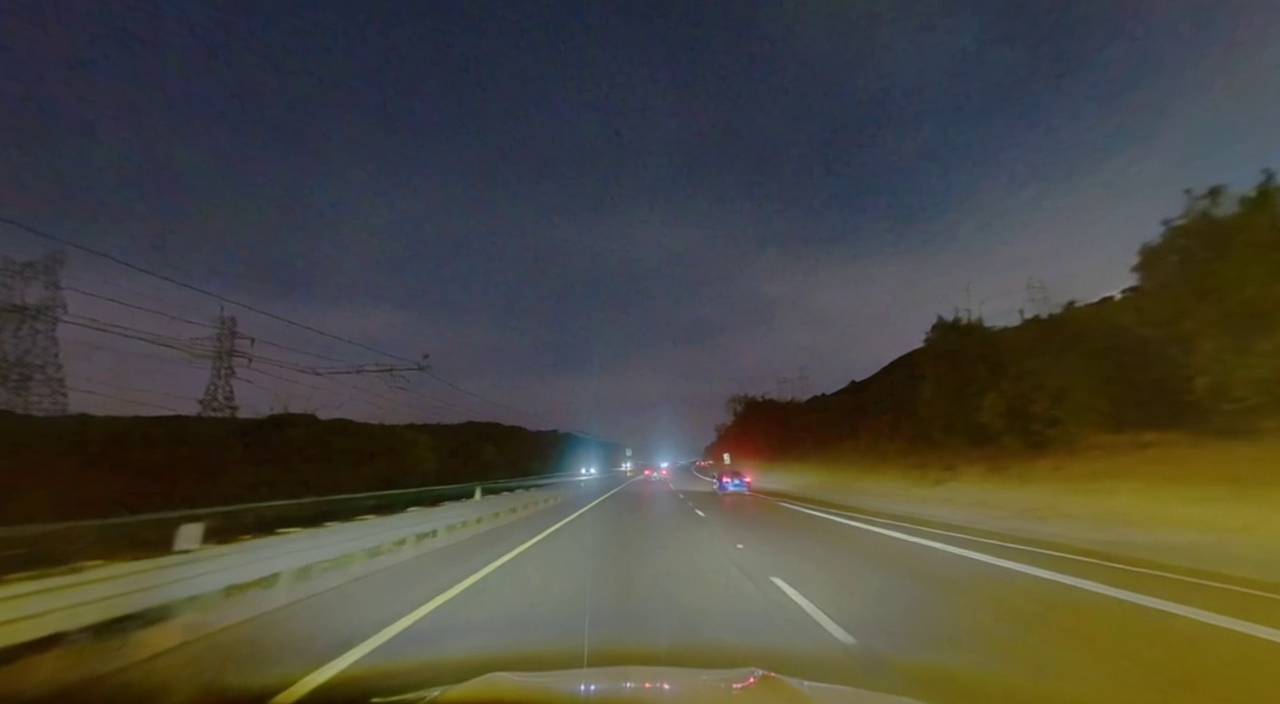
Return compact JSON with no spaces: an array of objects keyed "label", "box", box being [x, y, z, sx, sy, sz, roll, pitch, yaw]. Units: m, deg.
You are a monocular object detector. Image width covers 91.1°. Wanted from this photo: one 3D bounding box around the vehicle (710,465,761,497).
[{"label":"vehicle","box":[4.896,6.669,32.706,1.985,1.521,3.904,1,-10,-1]}]
